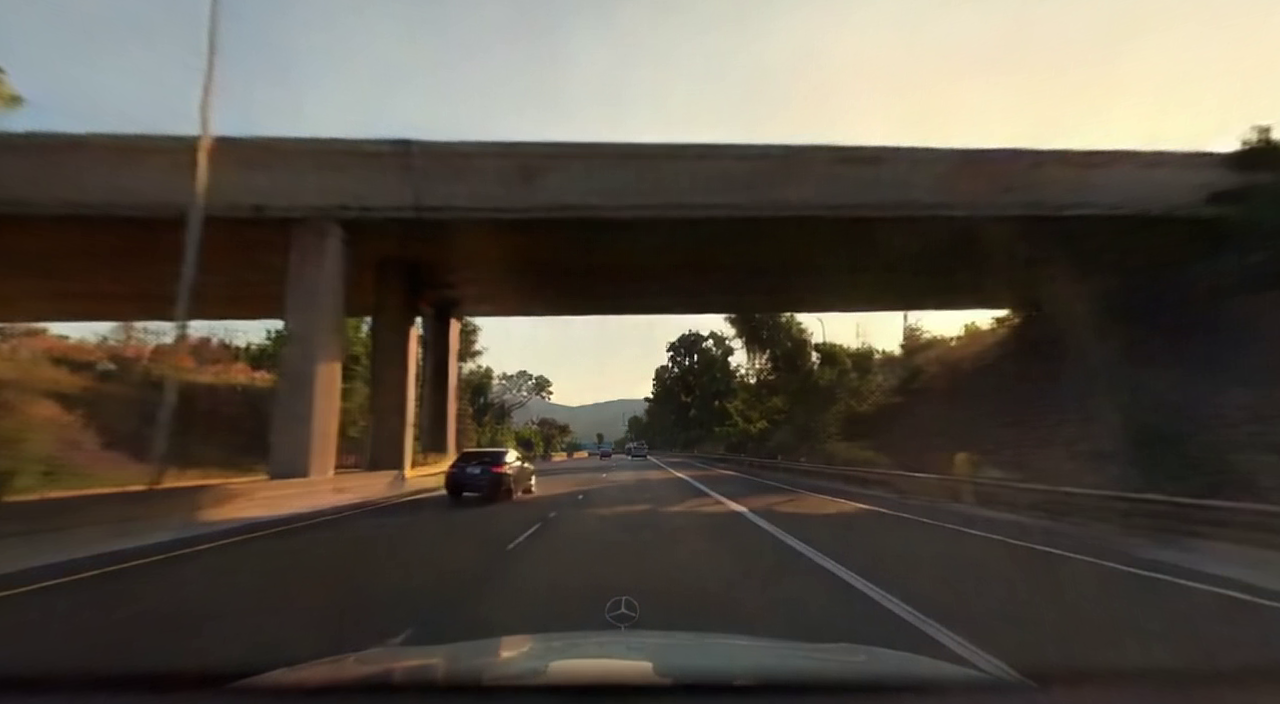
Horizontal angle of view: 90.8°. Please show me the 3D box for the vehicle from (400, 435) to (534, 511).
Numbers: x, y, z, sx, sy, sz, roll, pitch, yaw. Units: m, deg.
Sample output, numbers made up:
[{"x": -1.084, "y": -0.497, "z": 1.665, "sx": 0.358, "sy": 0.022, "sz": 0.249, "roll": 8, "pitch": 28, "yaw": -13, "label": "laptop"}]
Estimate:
[{"x": -4.137, "y": 2.967, "z": 15.962, "sx": 2.076, "sy": 1.637, "sz": 4.526, "roll": 0, "pitch": -9, "yaw": 0, "label": "vehicle"}]
